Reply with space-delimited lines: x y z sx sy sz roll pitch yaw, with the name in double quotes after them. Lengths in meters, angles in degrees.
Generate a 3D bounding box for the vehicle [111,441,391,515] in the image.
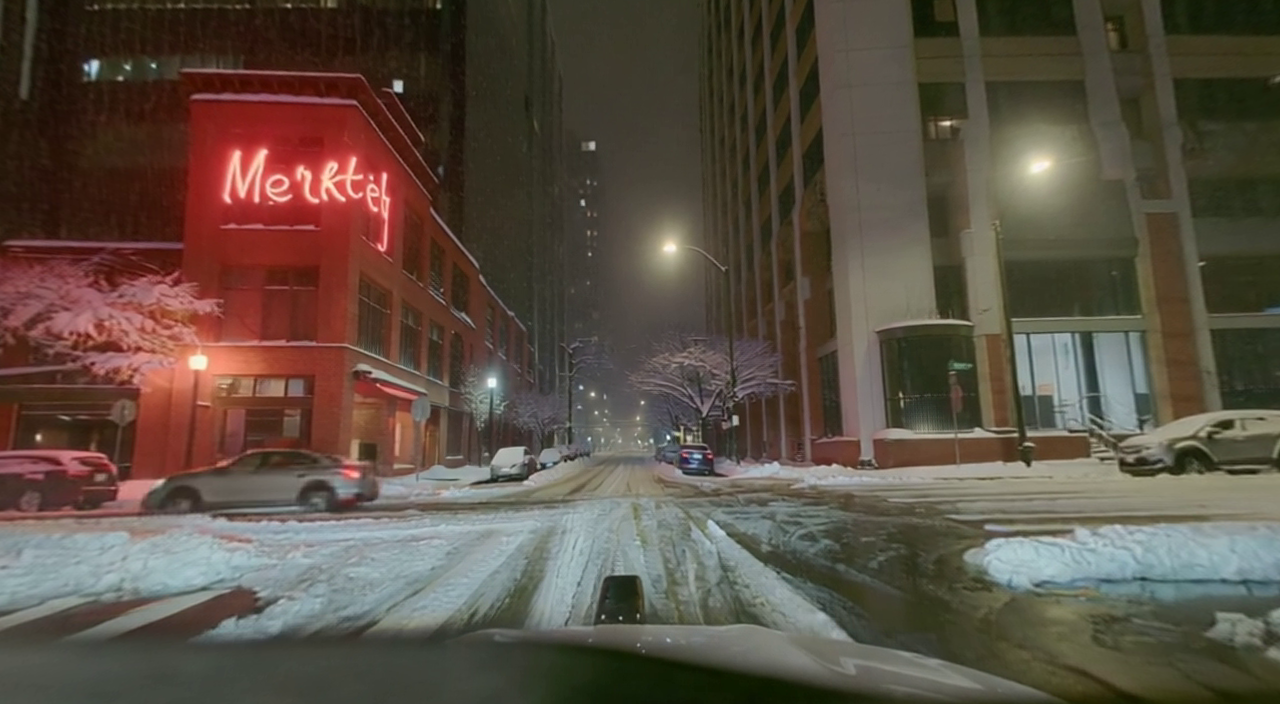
-8.469 2.774 14.259 4.877 1.482 2.041 1 -9 -7 "vehicle"

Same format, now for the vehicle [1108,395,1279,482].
18.572 2.750 20.085 5.384 2.586 2.358 0 -9 0 "vehicle"

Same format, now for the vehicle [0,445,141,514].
-16.110 3.242 16.312 4.558 1.635 2.008 1 -9 -6 "vehicle"

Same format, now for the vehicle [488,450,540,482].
-6.157 5.569 31.209 1.864 1.447 3.887 0 -9 -2 "vehicle"

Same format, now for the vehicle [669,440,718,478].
2.459 5.059 30.123 1.917 1.680 4.500 0 -9 -1 "vehicle"
